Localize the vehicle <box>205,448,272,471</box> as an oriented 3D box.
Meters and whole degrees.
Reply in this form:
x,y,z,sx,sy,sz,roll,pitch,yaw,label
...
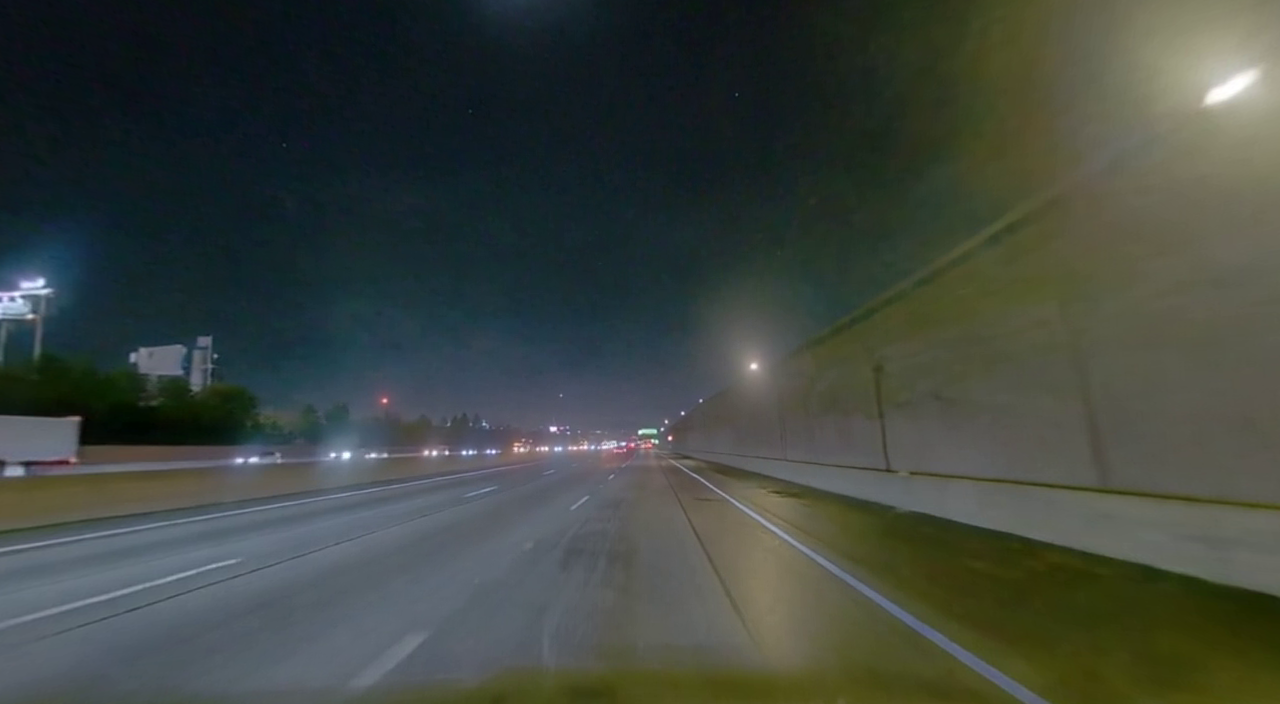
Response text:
x,y,z,sx,sy,sz,roll,pitch,yaw,label
-31.411,8.412,49.512,1.902,1.669,4.935,0,-8,2,vehicle
